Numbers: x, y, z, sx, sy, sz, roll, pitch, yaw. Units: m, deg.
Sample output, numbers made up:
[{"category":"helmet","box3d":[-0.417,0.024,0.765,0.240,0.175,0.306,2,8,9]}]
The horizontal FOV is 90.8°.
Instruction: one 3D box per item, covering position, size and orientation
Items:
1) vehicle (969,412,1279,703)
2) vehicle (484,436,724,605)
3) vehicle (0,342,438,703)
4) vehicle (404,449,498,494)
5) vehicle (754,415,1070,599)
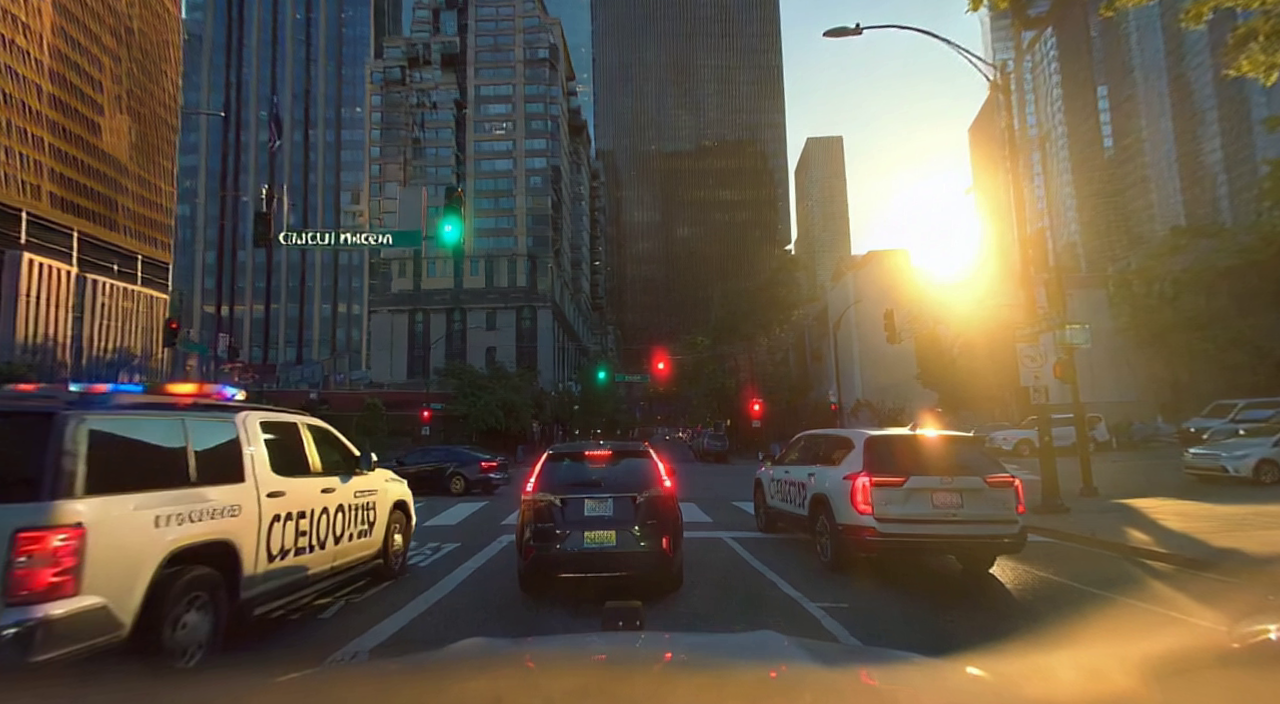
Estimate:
[{"category":"vehicle","box3d":[2.742,0.804,1.111,1.902,1.454,4.540,0,-8,0]},{"category":"vehicle","box3d":[-0.350,1.786,7.661,2.092,1.454,4.132,0,-8,-1]},{"category":"vehicle","box3d":[-3.619,1.251,5.165,2.190,1.840,5.272,0,-8,0]},{"category":"vehicle","box3d":[-7.185,4.383,23.683,2.114,1.478,4.673,5,-10,-32]},{"category":"vehicle","box3d":[3.029,1.833,8.476,2.072,1.735,4.759,0,-8,0]}]
